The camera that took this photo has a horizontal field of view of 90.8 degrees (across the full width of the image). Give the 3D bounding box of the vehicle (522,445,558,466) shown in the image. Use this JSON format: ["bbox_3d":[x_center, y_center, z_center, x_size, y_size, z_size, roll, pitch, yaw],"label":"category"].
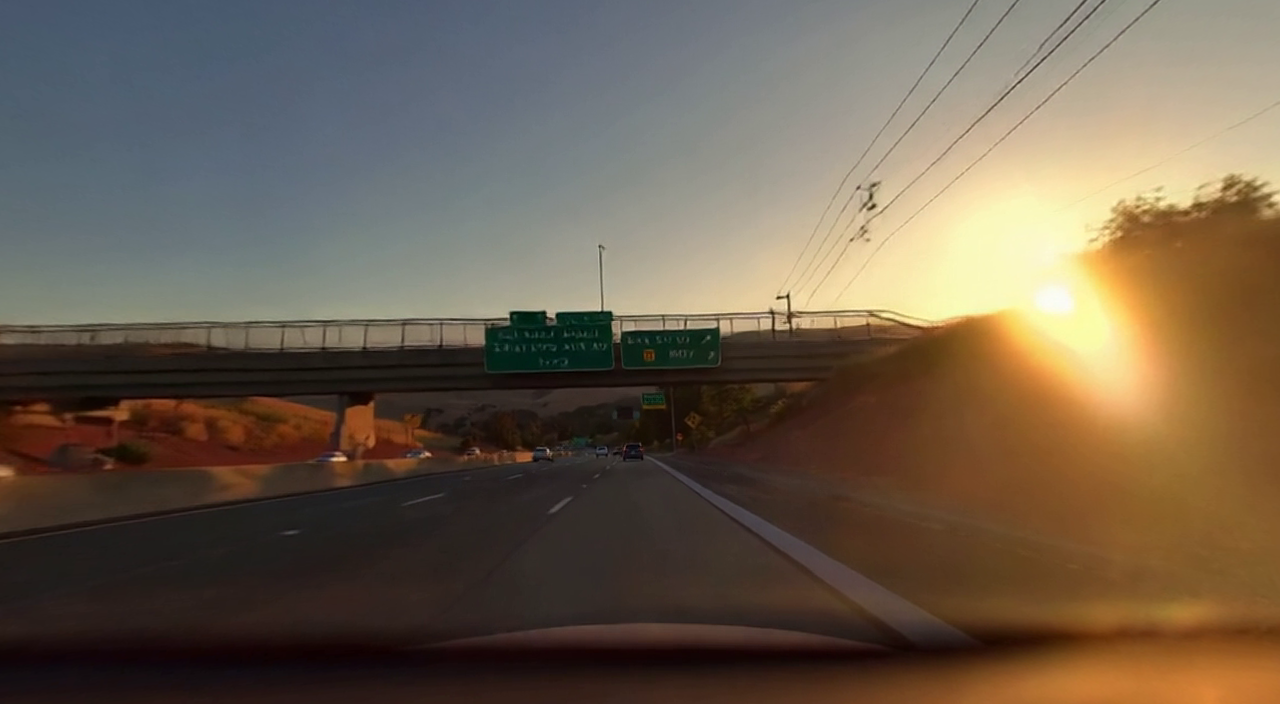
[{"bbox_3d":[-7.759,8.063,49.450,2.077,1.511,4.323,0,-8,0],"label":"vehicle"}]

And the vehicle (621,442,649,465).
[{"bbox_3d":[-0.383,7.808,48.834,2.063,1.715,4.299,0,-8,-1],"label":"vehicle"}]
